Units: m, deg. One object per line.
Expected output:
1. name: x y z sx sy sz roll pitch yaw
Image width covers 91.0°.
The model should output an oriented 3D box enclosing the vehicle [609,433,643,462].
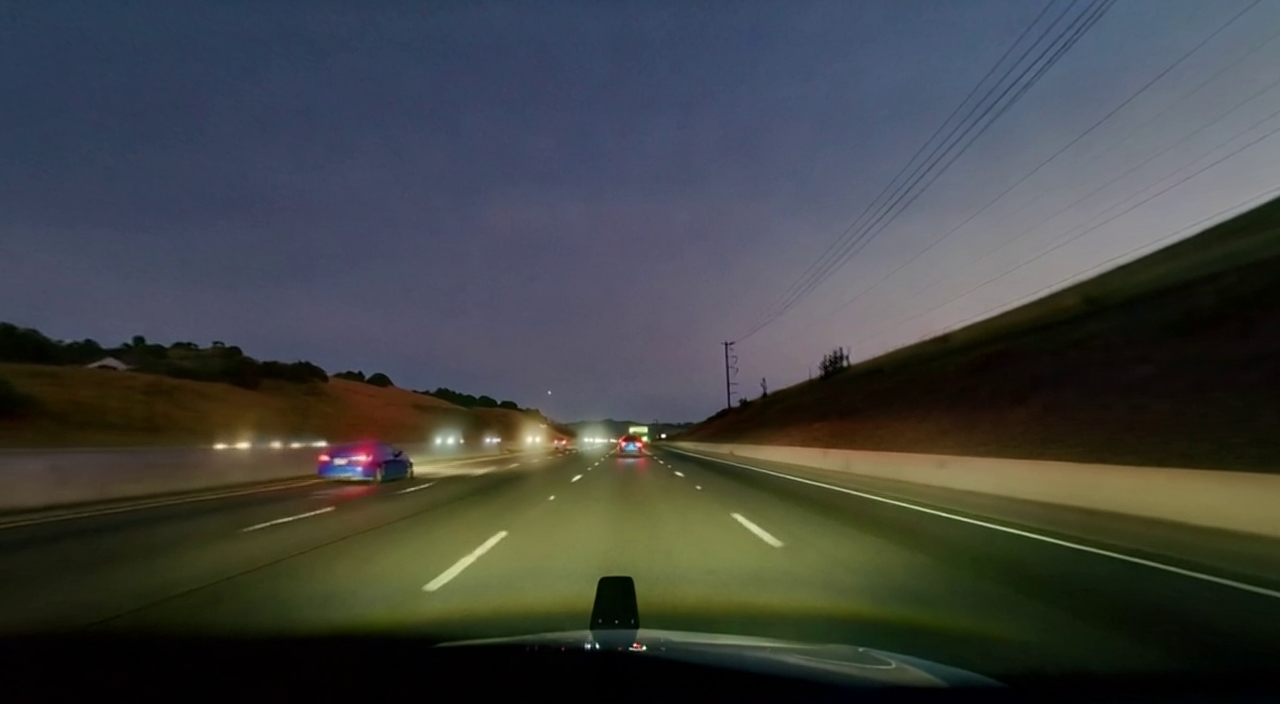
1. vehicle: -0.900 5.978 39.702 2.040 1.715 3.906 0 -8 -1

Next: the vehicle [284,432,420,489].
1. vehicle: -8.316 3.154 18.722 2.047 1.486 4.306 0 -8 -1

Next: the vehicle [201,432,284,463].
1. vehicle: -19.922 4.810 31.740 1.719 1.443 3.746 0 -8 0
